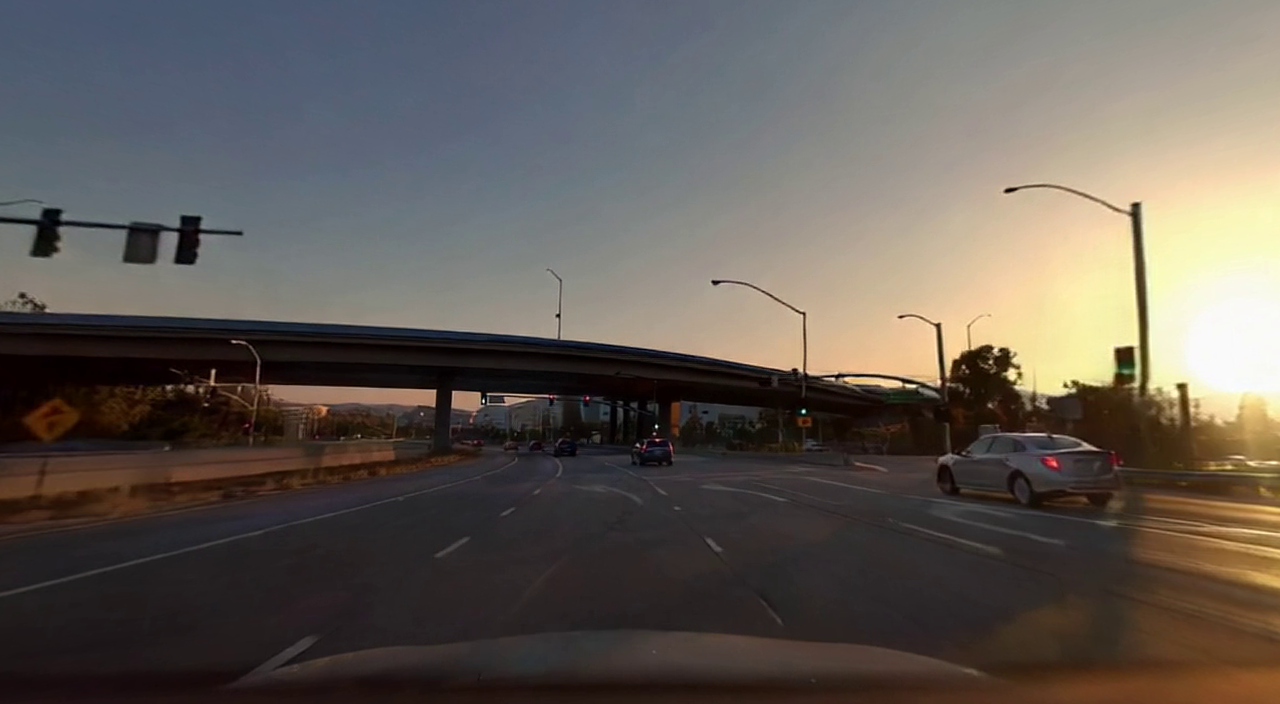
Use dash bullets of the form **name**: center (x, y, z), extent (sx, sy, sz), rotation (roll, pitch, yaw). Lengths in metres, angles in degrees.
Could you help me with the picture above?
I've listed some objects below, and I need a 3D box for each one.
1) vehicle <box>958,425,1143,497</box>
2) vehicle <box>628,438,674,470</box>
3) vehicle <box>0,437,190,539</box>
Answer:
- **vehicle**: center (11.193, 2.999, 17.781), extent (2.130, 1.741, 4.665), rotation (0, -8, 1)
- **vehicle**: center (0.584, 5.911, 36.693), extent (2.024, 1.724, 3.928), rotation (1, -9, -8)
- **vehicle**: center (-11.529, 2.478, 12.145), extent (2.399, 1.624, 4.585), rotation (0, -8, -1)
